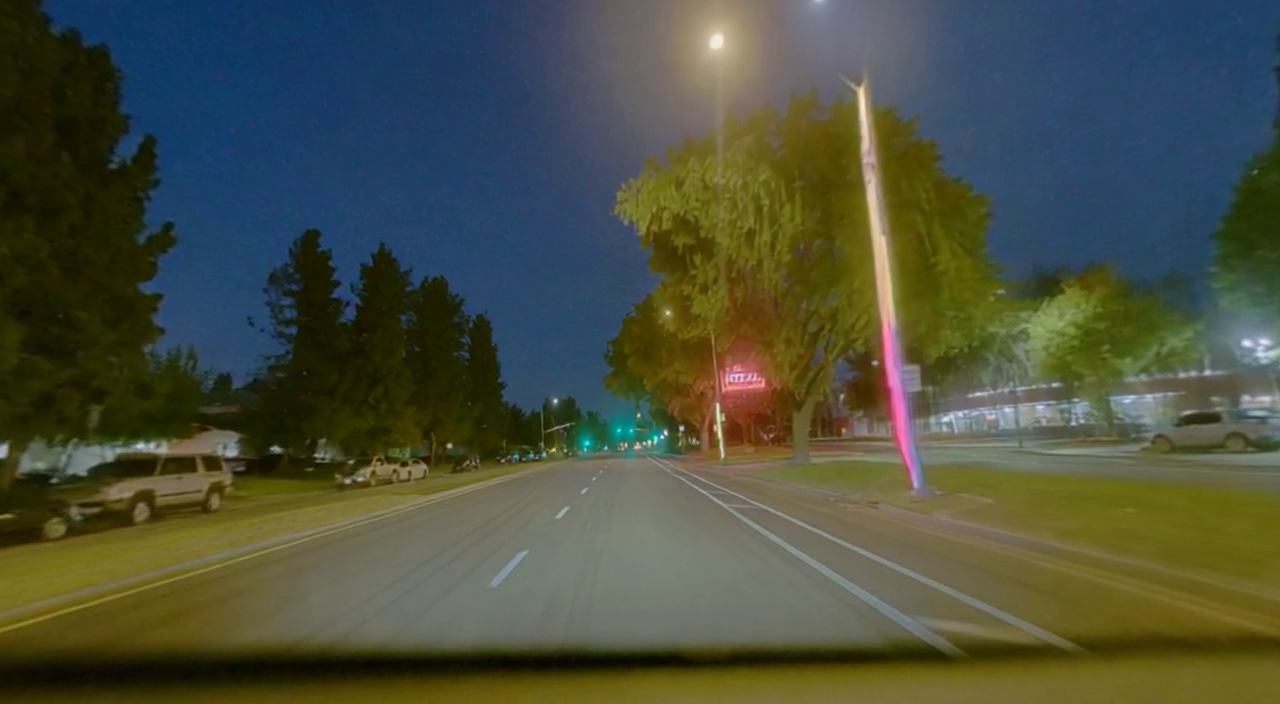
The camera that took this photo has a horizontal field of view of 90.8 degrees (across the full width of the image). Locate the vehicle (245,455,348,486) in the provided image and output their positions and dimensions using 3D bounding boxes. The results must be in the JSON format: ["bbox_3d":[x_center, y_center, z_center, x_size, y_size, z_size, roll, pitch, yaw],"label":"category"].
[{"bbox_3d":[-21.226,7.323,39.233,5.007,1.736,2.350,0,-8,-5],"label":"vehicle"}]

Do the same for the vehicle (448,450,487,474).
[{"bbox_3d":[-13.212,8.431,48.522,1.953,1.558,3.839,-5,-8,-3],"label":"vehicle"}]

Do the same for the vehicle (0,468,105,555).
[{"bbox_3d":[-12.447,2.920,11.394,1.958,1.457,4.254,0,-8,-2],"label":"vehicle"}]

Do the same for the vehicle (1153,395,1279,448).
[{"bbox_3d":[24.908,2.830,25.237,2.392,1.996,6.238,5,-10,-32],"label":"vehicle"}]

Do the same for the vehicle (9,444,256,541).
[{"bbox_3d":[-12.661,3.469,16.413,2.351,1.905,5.138,-4,-9,-3],"label":"vehicle"}]

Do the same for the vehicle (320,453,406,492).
[{"bbox_3d":[-12.748,5.522,29.433,1.897,1.564,4.875,0,-8,-1],"label":"vehicle"}]
